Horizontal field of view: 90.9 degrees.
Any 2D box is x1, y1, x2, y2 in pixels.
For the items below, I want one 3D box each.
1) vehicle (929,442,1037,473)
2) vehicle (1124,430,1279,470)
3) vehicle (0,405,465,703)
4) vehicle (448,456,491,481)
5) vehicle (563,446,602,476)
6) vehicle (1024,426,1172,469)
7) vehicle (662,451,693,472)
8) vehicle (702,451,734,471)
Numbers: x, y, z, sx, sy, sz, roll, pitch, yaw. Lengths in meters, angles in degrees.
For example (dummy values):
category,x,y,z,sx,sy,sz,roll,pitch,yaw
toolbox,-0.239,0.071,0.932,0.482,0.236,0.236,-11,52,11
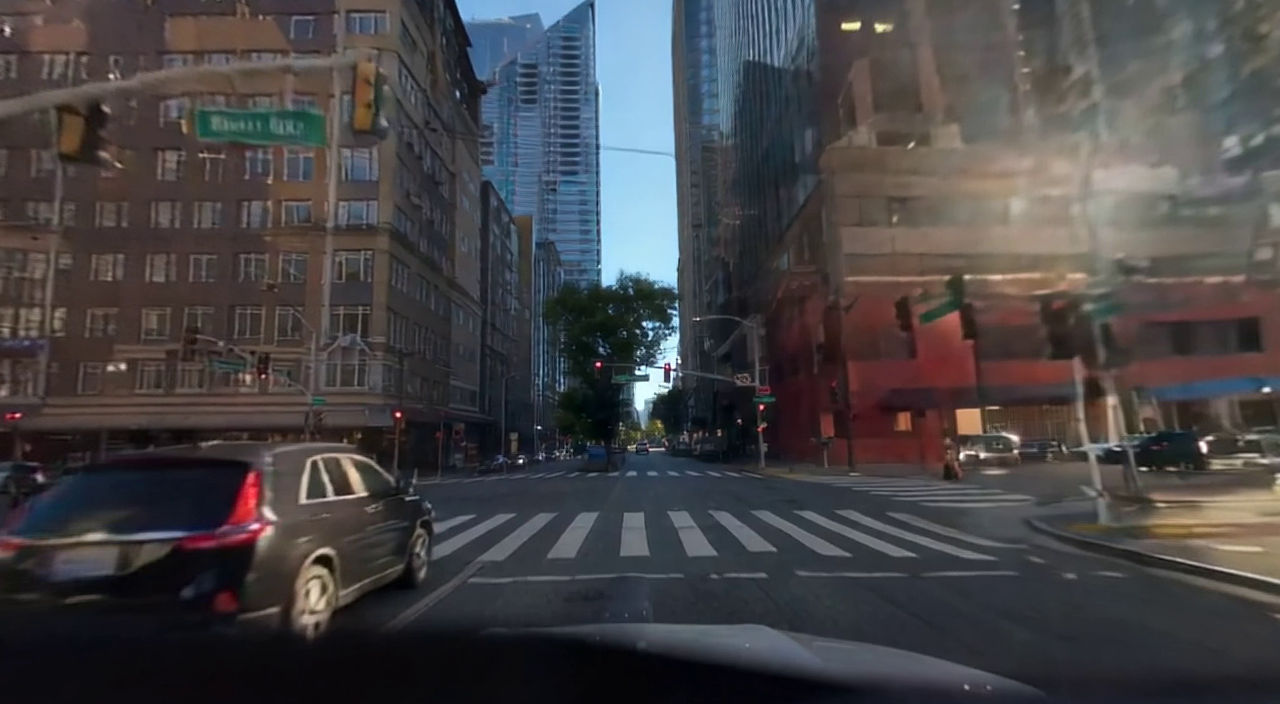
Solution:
category,x,y,z,sx,sy,sz,roll,pitch,yaw
vehicle,17.145,5.276,31.673,4.293,1.495,1.935,0,-9,-1
vehicle,22.116,3.851,24.789,4.475,1.482,2.026,0,-8,-1
vehicle,-2.963,1.271,4.438,2.014,1.480,4.780,0,-8,1
vehicle,-12.610,8.614,46.858,2.118,1.644,4.188,0,-8,-1
vehicle,-3.812,7.314,42.612,2.176,1.804,4.740,-3,-9,0
vehicle,20.134,4.225,27.890,4.827,1.817,2.190,0,-8,0
vehicle,2.738,8.014,46.356,1.919,1.371,3.583,-1,-9,-2
vehicle,5.999,8.433,49.007,1.882,1.479,4.652,0,-8,0
